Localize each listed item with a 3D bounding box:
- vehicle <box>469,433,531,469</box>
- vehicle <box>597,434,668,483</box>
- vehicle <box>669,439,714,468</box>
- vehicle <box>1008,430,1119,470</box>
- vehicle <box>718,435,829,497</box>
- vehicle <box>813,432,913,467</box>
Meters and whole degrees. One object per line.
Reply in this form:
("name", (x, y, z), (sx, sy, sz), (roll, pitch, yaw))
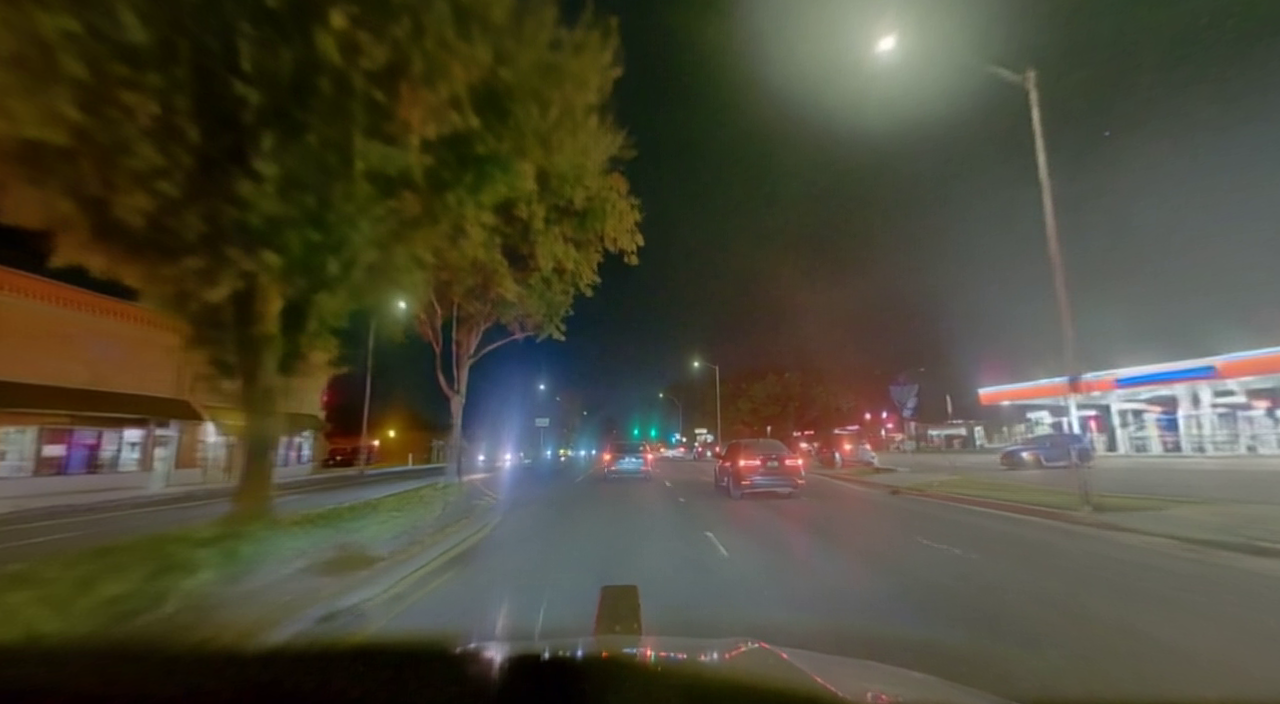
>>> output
("vehicle", (-8.277, 5.950, 38.036), (2.320, 1.949, 5.755), (-1, -9, 2))
("vehicle", (-0.276, 3.718, 22.334), (2.232, 1.508, 4.319), (0, -9, -1))
("vehicle", (2.832, 5.696, 35.711), (2.098, 1.527, 3.966), (0, -9, -2))
("vehicle", (17.509, 4.107, 26.461), (1.772, 1.478, 4.381), (0, -9, 2))
("vehicle", (3.459, 3.046, 17.279), (2.060, 1.471, 4.168), (0, -9, -1))
("vehicle", (11.414, 5.012, 32.575), (4.291, 1.652, 2.122), (1, -9, -7))
